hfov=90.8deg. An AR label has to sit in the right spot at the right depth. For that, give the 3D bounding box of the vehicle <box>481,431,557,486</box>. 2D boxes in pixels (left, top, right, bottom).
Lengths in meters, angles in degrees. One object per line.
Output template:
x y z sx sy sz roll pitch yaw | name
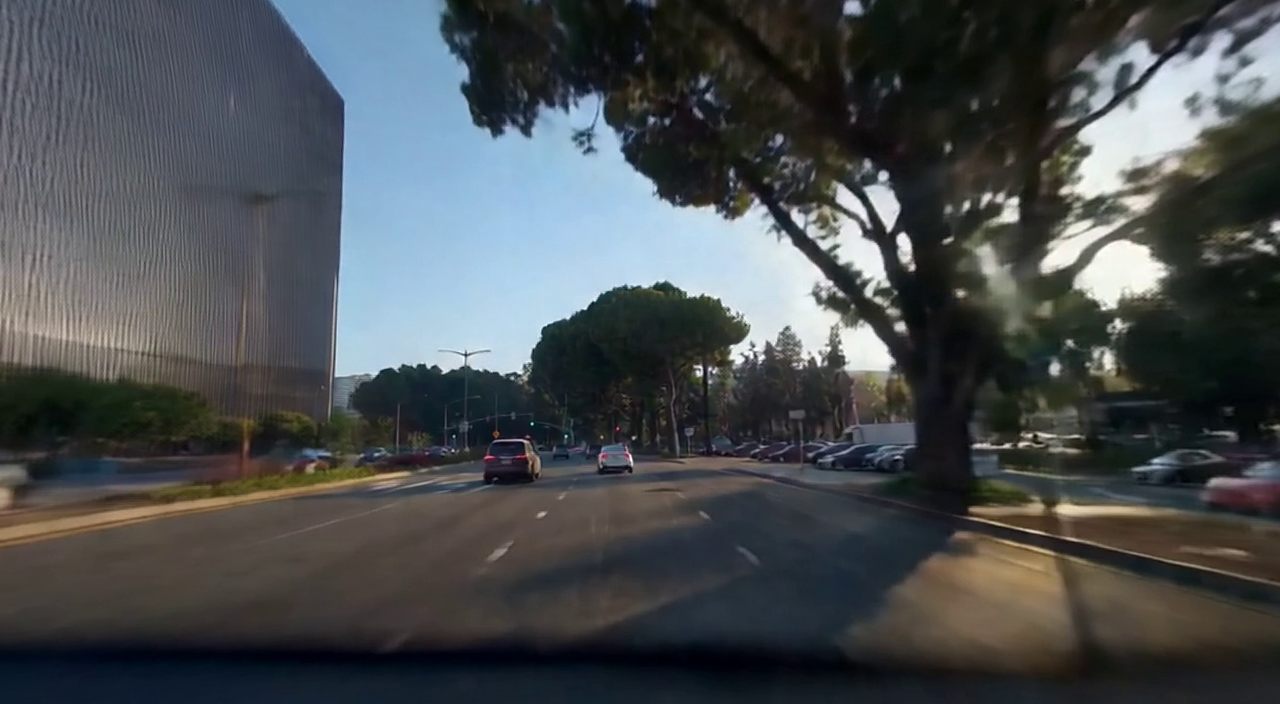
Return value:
-4.279 3.839 23.059 2.001 1.784 4.483 0 -8 -2 | vehicle

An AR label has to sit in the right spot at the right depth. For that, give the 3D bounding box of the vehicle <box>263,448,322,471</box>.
-22.177 6.864 40.529 1.751 1.342 4.414 1 -8 -7 | vehicle

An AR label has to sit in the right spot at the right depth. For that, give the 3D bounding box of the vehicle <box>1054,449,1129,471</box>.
30.840 7.380 43.337 1.689 1.351 4.643 0 -8 -1 | vehicle

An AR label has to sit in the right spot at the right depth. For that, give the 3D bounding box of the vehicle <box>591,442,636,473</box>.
-1.353 5.109 30.814 2.050 1.385 4.096 0 -8 -4 | vehicle

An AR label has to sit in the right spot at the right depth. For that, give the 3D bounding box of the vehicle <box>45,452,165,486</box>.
-25.348 5.532 30.183 1.840 1.430 4.736 0 -8 -4 | vehicle

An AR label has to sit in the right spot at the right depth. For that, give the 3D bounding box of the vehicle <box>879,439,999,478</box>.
12.976 4.661 27.644 4.264 1.566 1.854 -1 -9 2 | vehicle

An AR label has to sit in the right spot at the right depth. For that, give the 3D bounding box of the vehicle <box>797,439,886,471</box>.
11.872 6.087 37.456 4.569 1.813 1.872 0 -8 -4 | vehicle

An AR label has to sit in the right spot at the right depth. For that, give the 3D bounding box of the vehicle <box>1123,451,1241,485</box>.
25.620 5.458 30.103 1.690 1.365 4.336 -1 -8 -1 | vehicle
